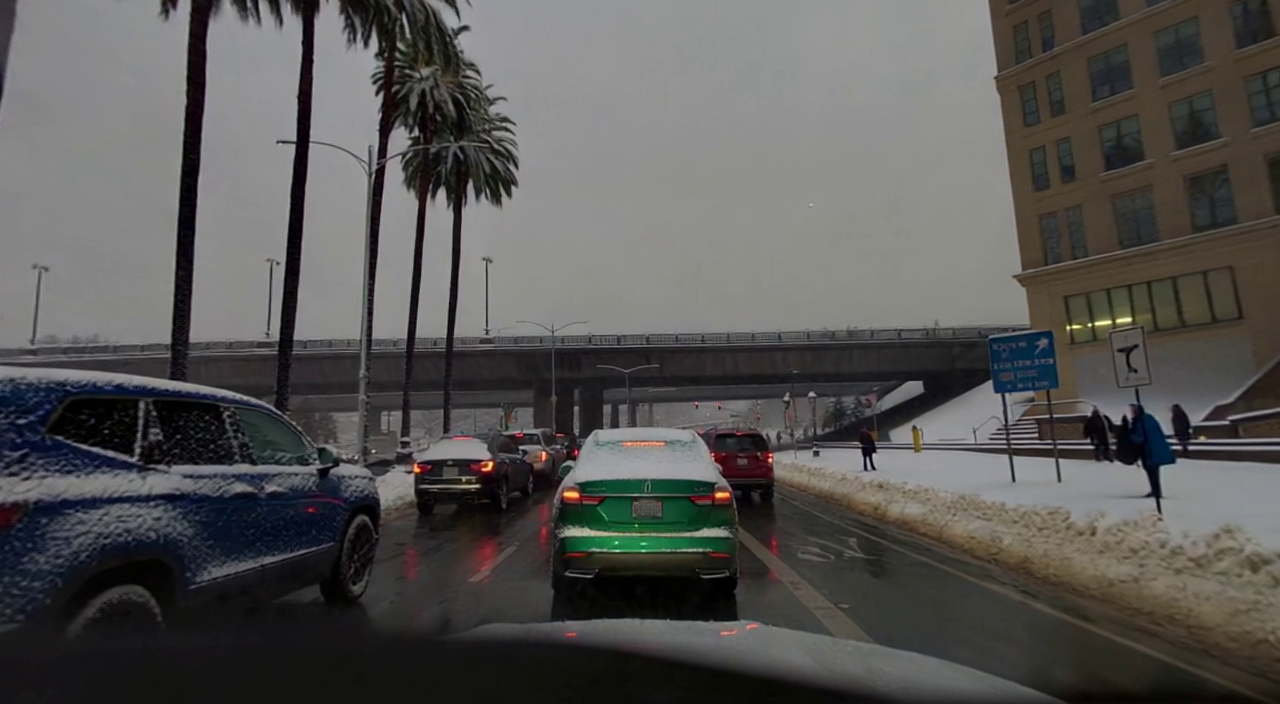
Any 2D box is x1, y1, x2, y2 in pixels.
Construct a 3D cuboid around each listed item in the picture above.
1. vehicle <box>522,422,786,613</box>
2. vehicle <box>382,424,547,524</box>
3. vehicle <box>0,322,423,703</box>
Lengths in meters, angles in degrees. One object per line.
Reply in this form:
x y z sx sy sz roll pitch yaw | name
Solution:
0.094 1.592 7.027 2.036 1.461 4.129 0 -8 0 | vehicle
-3.201 2.314 12.489 1.955 1.637 4.032 0 -8 2 | vehicle
-3.264 1.064 4.193 2.014 1.740 4.359 0 -8 1 | vehicle
